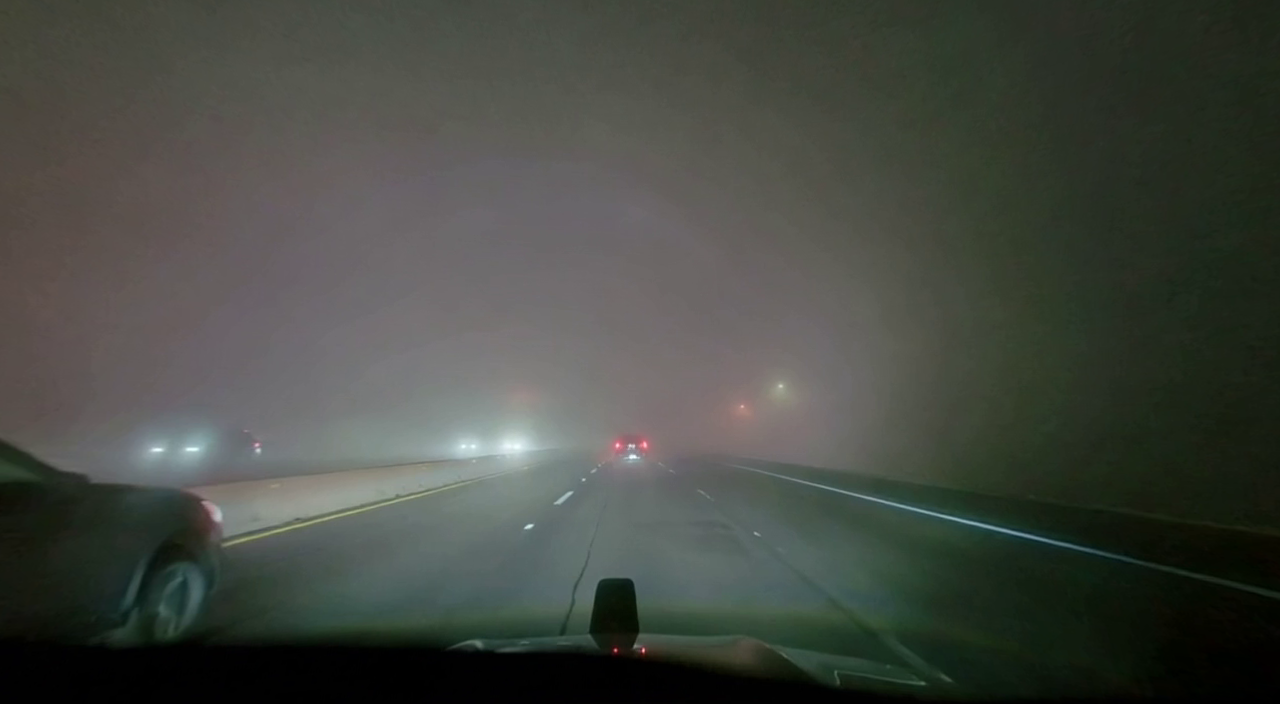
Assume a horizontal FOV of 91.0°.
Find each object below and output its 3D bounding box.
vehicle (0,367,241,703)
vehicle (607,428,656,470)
[{"bbox_3d":[-3.428,0.758,1.582,2.039,1.602,4.317,0,-8,-1],"label":"vehicle"},{"bbox_3d":[-0.501,5.001,32.658,2.382,1.973,4.439,0,-8,-2],"label":"vehicle"}]
